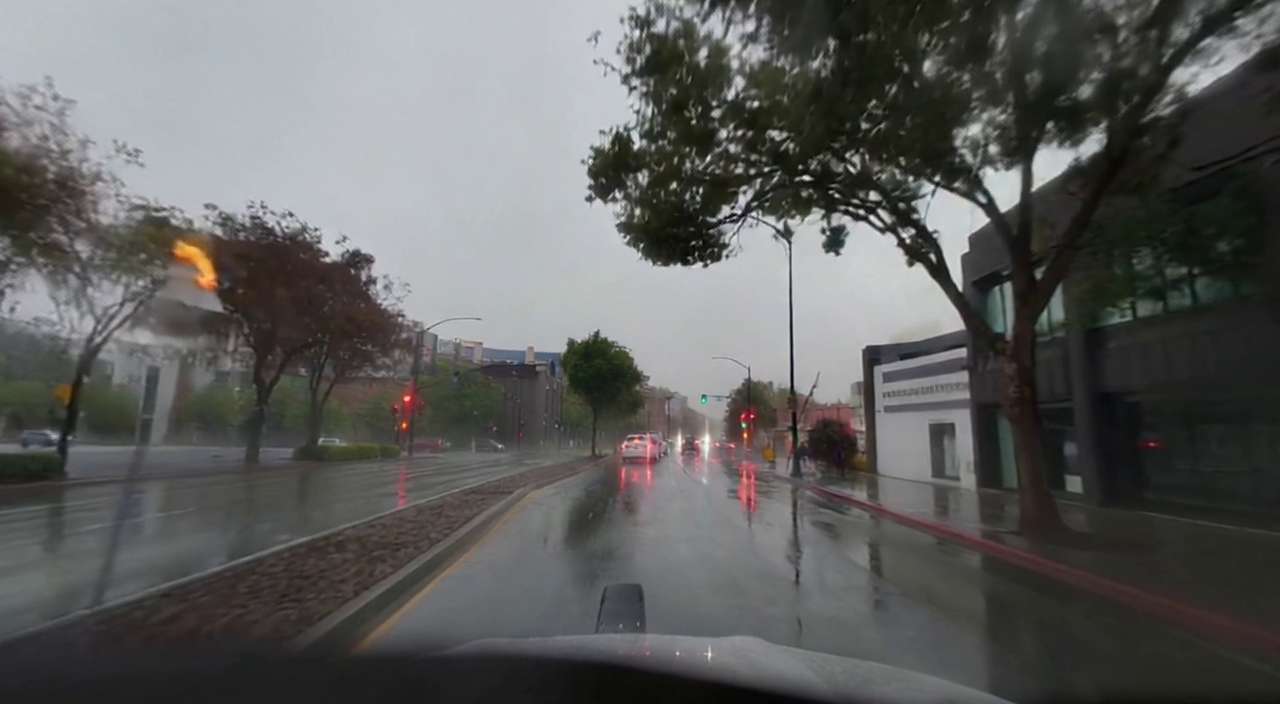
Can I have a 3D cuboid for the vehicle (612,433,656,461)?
[{"bbox_3d":[-0.255,5.331,35.494,2.173,1.479,4.264,0,-8,3],"label":"vehicle"}]
